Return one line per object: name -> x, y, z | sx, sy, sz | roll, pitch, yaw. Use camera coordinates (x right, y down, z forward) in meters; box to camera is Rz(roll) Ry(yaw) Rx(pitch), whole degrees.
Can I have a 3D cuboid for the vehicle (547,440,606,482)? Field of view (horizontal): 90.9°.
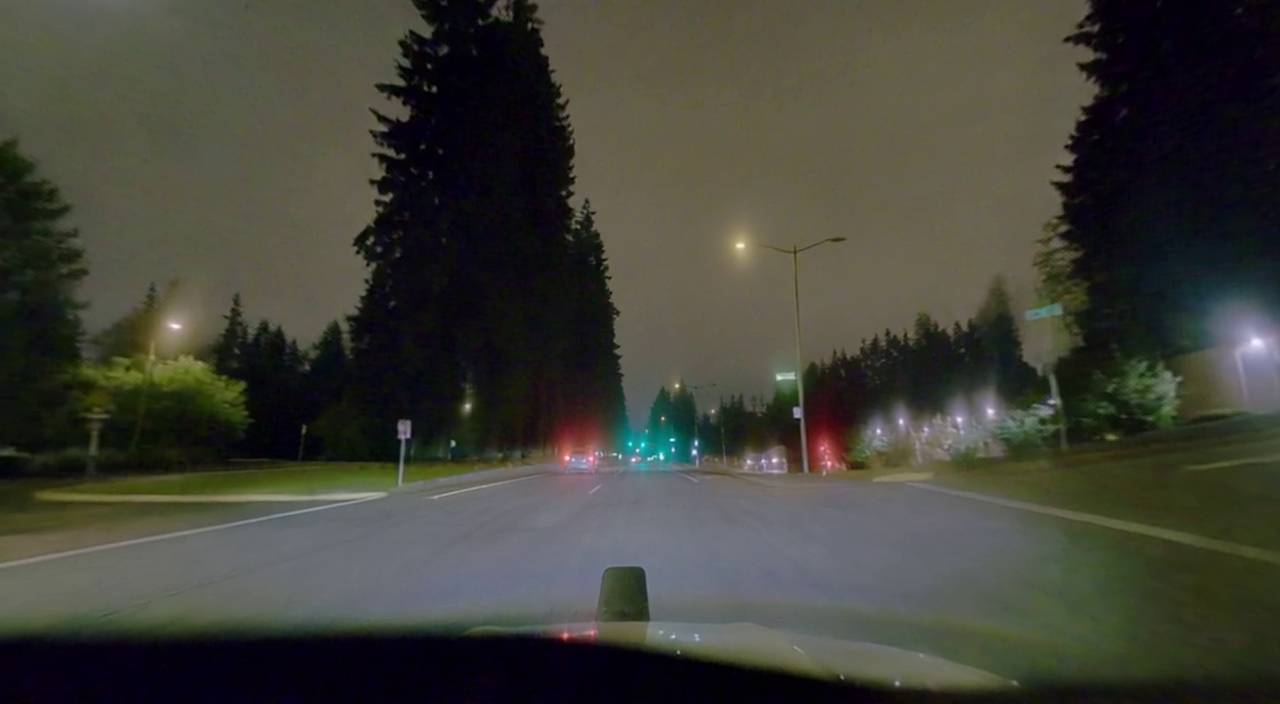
vehicle -> -2.666, 4.675, 27.371 | 2.016, 1.694, 4.335 | 0, -8, 1
